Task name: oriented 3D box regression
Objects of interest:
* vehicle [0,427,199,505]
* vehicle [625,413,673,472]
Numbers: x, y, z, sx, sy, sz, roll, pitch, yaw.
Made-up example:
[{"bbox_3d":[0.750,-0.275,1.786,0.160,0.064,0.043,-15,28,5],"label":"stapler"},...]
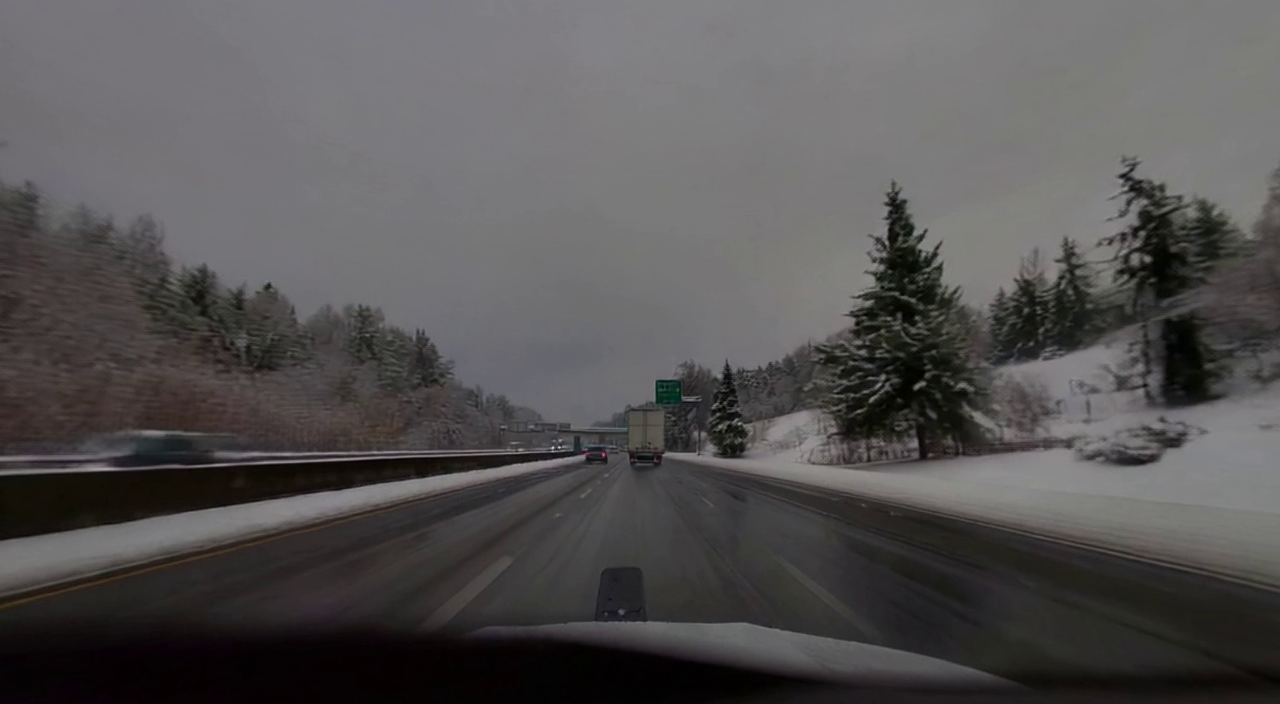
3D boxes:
[{"bbox_3d":[-12.477,2.533,14.299,2.104,1.492,3.856,0,-9,0],"label":"vehicle"},{"bbox_3d":[0.457,6.362,44.024,2.893,3.628,9.081,0,-9,-2],"label":"vehicle"}]
